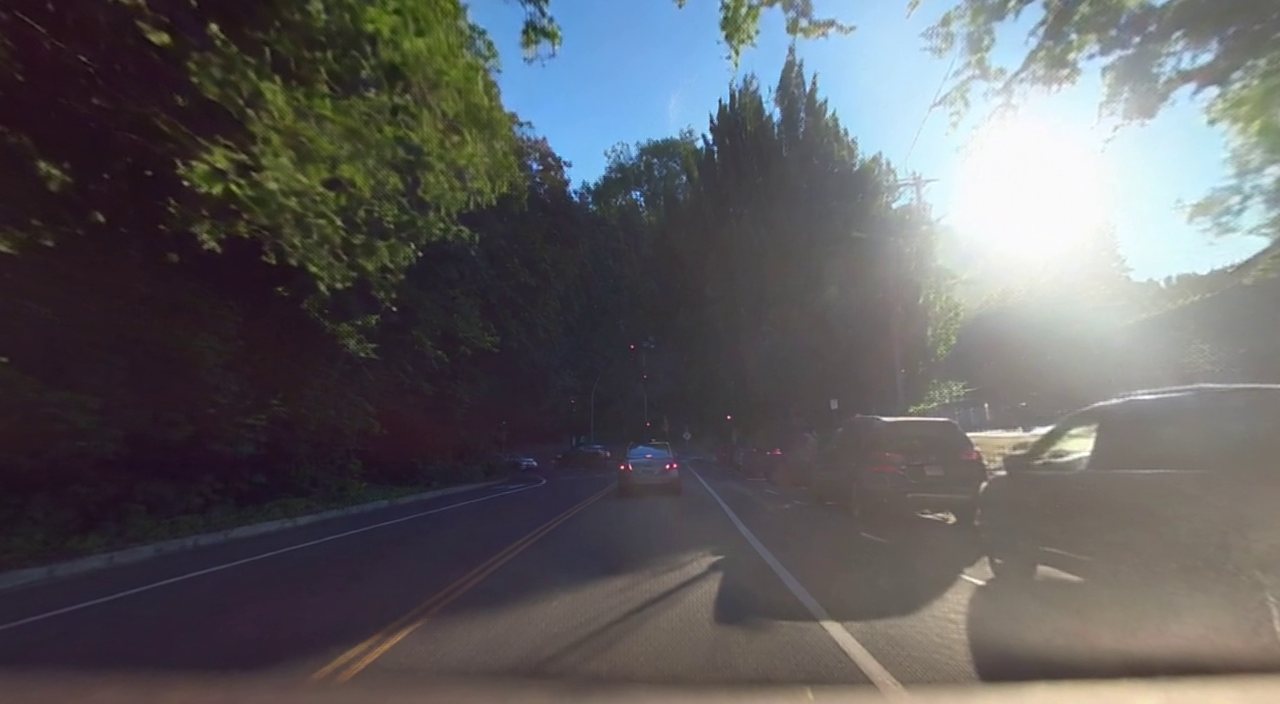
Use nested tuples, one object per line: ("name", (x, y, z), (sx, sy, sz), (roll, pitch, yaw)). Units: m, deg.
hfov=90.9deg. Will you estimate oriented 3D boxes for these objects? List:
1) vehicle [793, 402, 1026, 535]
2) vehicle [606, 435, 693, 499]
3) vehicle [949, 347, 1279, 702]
("vehicle", (4.263, 1.920, 10.978), (2.093, 1.822, 4.483), (0, -8, 1))
("vehicle", (0.290, 3.034, 17.109), (2.078, 1.521, 4.058), (0, -8, 2))
("vehicle", (4.162, 0.997, 4.162), (1.969, 1.738, 4.515), (0, -8, 1))
